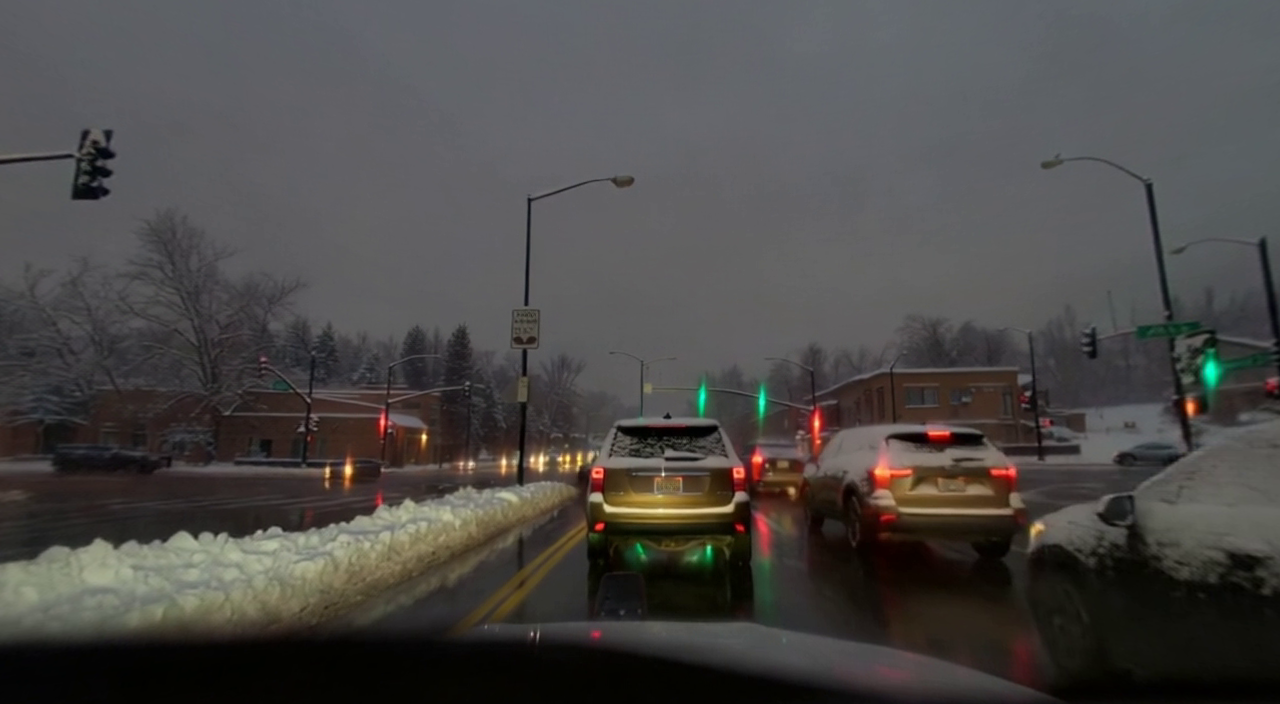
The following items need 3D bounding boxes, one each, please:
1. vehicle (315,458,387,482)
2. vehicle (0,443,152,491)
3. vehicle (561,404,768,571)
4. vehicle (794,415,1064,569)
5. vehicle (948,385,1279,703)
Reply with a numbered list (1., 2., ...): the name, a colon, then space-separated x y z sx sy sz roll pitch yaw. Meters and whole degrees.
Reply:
1. vehicle: -19.757 8.085 43.334 1.872 1.477 3.981 -6 -10 32
2. vehicle: -24.671 4.937 27.375 5.062 1.946 2.243 0 -9 -1
3. vehicle: 0.320 1.841 9.313 2.292 1.840 4.394 0 -9 1
4. vehicle: 3.747 1.894 9.258 2.018 1.701 4.288 0 -9 2
5. vehicle: 3.230 0.889 2.228 2.056 1.516 4.776 0 -9 3
